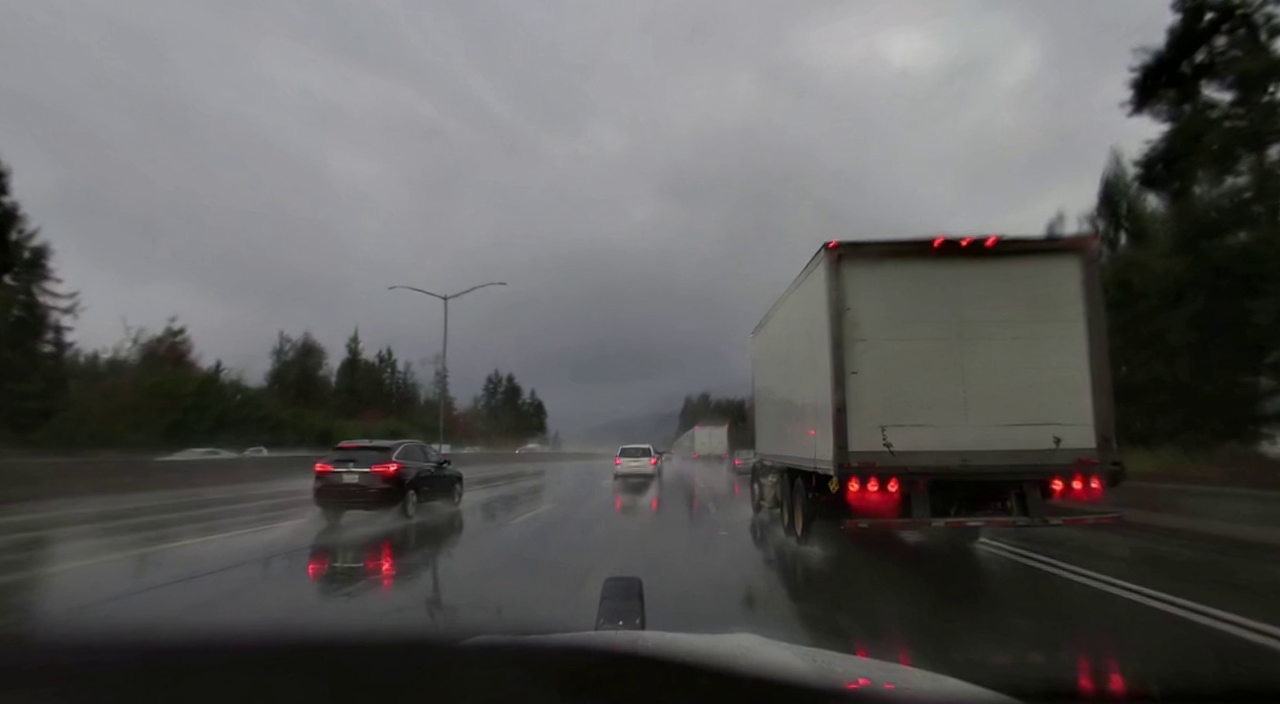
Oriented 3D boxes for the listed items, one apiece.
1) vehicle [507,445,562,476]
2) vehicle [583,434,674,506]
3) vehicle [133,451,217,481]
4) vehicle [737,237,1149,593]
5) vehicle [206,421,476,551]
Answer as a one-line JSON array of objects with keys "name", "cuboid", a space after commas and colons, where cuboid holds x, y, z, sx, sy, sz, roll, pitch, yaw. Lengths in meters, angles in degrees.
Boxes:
[{"name": "vehicle", "cuboid": [-5.907, 6.112, 35.869, 1.958, 1.633, 4.568, -1, -9, 5]}, {"name": "vehicle", "cuboid": [-0.161, 3.208, 17.658, 2.103, 1.717, 4.399, -1, -9, 5]}, {"name": "vehicle", "cuboid": [-23.216, 5.660, 31.669, 1.480, 1.368, 3.325, -1, -9, 5]}, {"name": "vehicle", "cuboid": [3.577, 1.205, 10.608, 2.836, 3.508, 8.723, 0, -9, 2]}, {"name": "vehicle", "cuboid": [-4.617, 2.134, 10.827, 1.988, 1.696, 4.754, -1, -9, 5]}]
